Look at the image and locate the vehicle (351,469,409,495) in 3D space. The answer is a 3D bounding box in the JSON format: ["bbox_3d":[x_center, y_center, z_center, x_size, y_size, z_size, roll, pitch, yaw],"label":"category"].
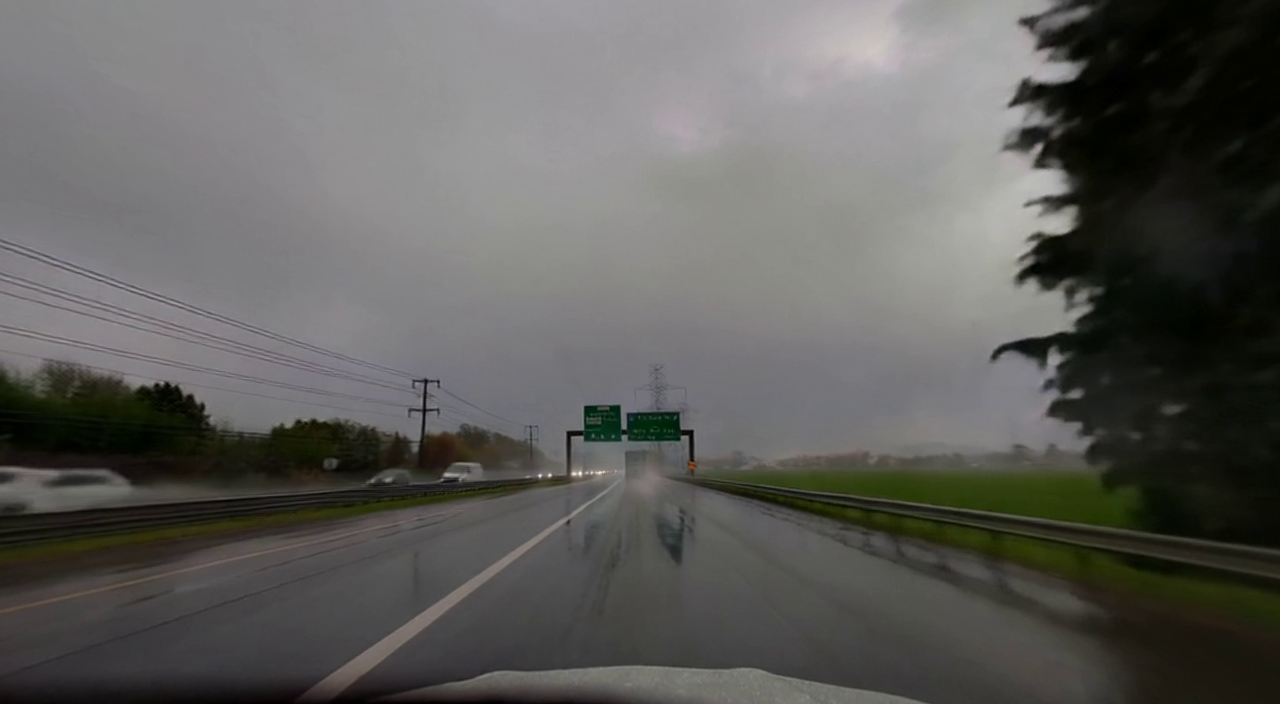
[{"bbox_3d":[-16.599,8.336,40.465,1.881,1.500,4.325,1,-11,0],"label":"vehicle"}]

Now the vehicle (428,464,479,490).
[{"bbox_3d":[-12.551,8.476,42.763,2.033,1.649,4.579,1,-11,0],"label":"vehicle"}]
